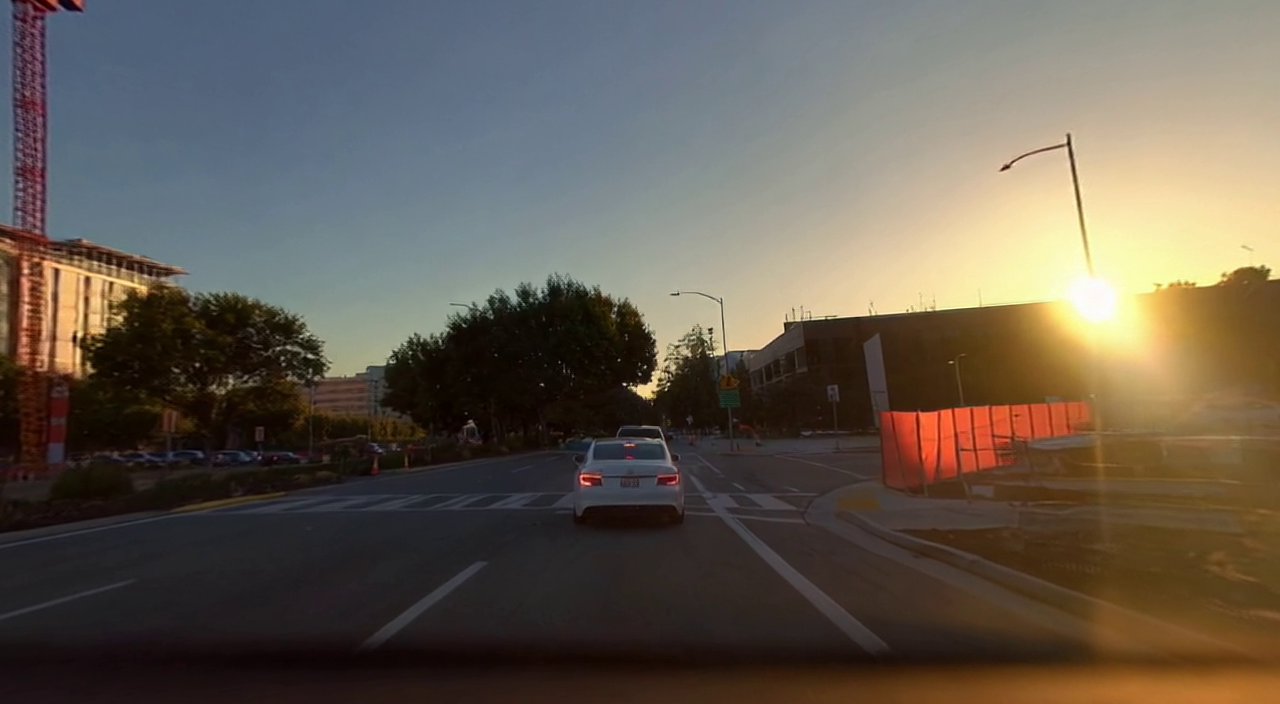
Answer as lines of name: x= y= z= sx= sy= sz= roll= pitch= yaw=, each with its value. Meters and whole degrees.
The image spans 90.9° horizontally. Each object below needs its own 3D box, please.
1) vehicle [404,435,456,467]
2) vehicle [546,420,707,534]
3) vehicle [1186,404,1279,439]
vehicle: x=-10.460 y=4.863 z=31.160 sx=2.072 sy=1.465 sz=4.394 roll=3 pitch=-9 yaw=-22
vehicle: x=-0.171 y=1.951 z=10.390 sx=2.112 sy=1.482 sz=4.076 roll=0 pitch=-8 yaw=0
vehicle: x=27.732 y=3.142 z=28.365 sx=4.455 sy=1.494 sz=1.926 roll=0 pitch=-8 yaw=0
